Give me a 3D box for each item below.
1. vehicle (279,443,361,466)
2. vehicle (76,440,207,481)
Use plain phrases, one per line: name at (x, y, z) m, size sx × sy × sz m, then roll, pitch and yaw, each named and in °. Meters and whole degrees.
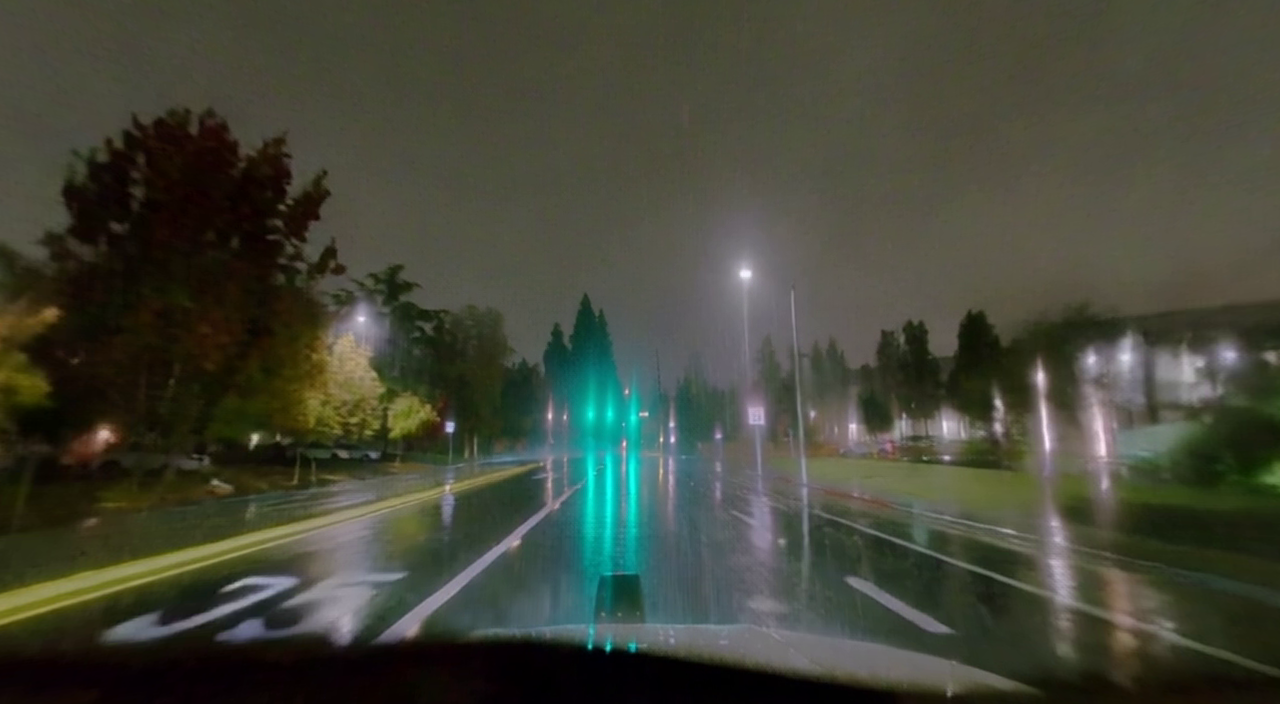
vehicle at (-21.449, 6.900, 42.479) m, size 4.495 × 1.472 × 1.833 m, roll 0°, pitch -9°, yaw -1°
vehicle at (-21.150, 4.643, 26.935) m, size 3.886 × 1.641 × 1.850 m, roll 1°, pitch -11°, yaw 0°
